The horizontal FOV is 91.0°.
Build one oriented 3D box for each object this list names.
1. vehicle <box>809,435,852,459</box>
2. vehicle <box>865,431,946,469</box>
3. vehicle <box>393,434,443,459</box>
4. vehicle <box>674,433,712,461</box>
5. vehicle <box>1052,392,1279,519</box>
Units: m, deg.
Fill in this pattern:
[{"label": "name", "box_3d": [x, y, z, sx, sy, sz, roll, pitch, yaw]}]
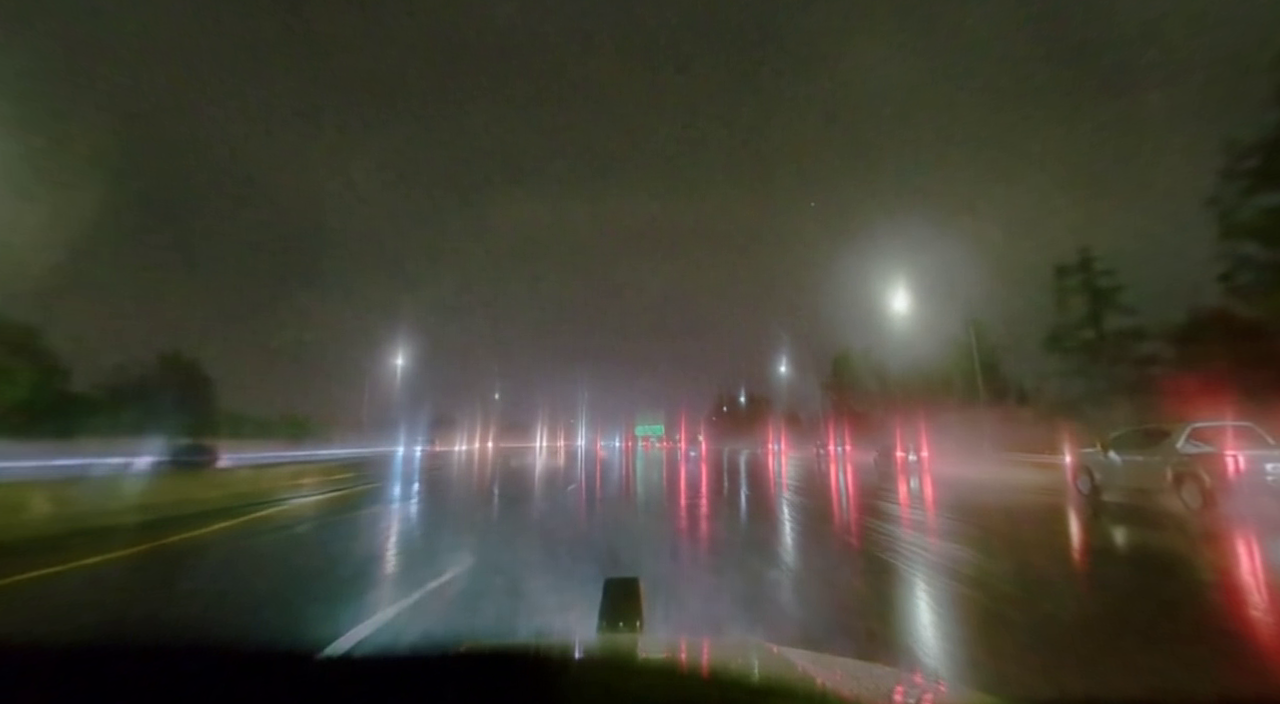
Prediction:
[{"label": "vehicle", "box_3d": [14.551, 7.259, 48.262, 2.020, 1.707, 4.424, 0, -8, 1]}, {"label": "vehicle", "box_3d": [13.432, 5.007, 32.188, 2.116, 1.754, 4.727, 0, -8, 1]}, {"label": "vehicle", "box_3d": [-17.326, 7.403, 49.329, 2.083, 1.785, 4.877, 0, -8, 1]}, {"label": "vehicle", "box_3d": [3.487, 6.393, 42.437, 2.147, 1.794, 4.538, 1, -8, 0]}, {"label": "vehicle", "box_3d": [12.223, 2.201, 13.639, 2.442, 2.140, 6.462, 0, -8, 3]}]
